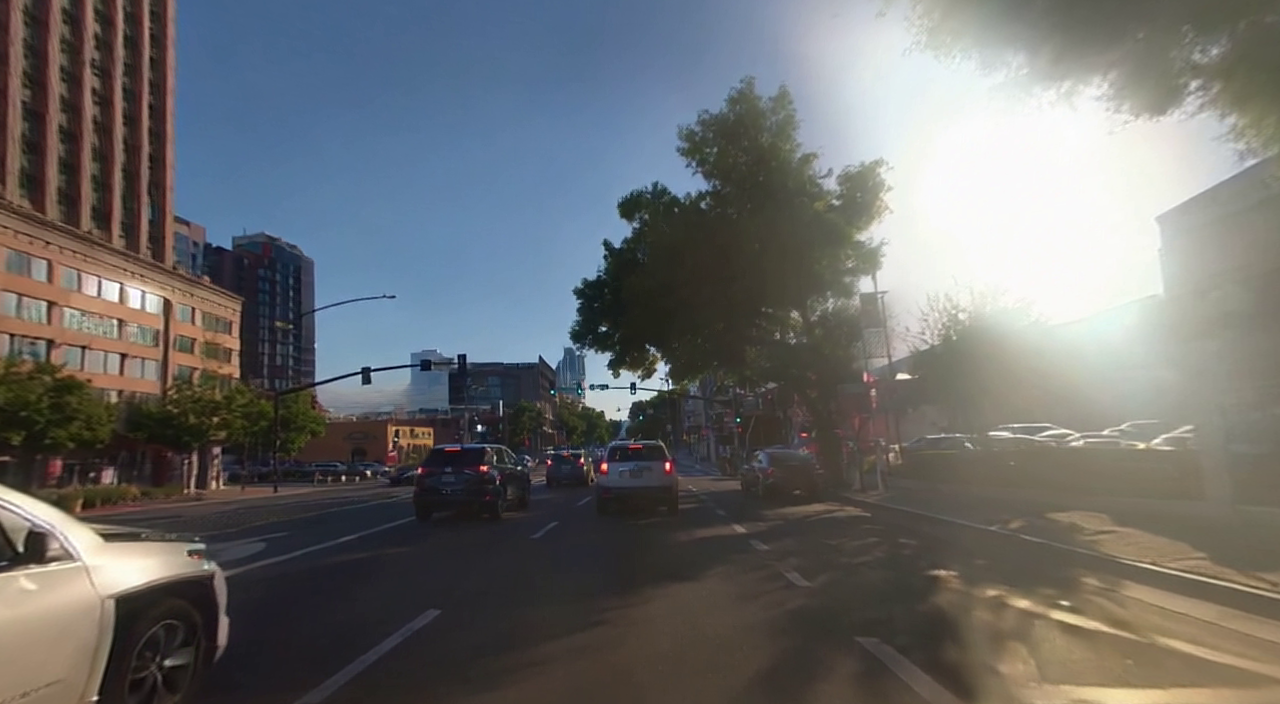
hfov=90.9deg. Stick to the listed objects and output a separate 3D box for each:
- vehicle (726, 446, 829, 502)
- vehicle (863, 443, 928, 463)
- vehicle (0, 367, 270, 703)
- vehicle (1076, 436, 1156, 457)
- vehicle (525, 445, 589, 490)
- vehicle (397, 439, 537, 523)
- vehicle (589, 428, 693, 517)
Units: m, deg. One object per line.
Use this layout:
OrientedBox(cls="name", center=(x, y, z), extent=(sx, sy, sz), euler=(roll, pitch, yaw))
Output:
OrientedBox(cls="vehicle", center=(3.951, 3.551, 18.930), extent=(1.986, 1.457, 4.566), euler=(0, -9, -1))
OrientedBox(cls="vehicle", center=(20.162, 7.994, 49.854), extent=(4.361, 1.478, 1.909), euler=(-2, -9, 6))
OrientedBox(cls="vehicle", center=(-3.329, 0.771, 1.588), extent=(1.975, 1.624, 4.481), euler=(0, -9, 1))
OrientedBox(cls="vehicle", center=(35.159, 6.996, 46.669), extent=(4.169, 1.475, 2.059), euler=(-2, -9, 14))
OrientedBox(cls="vehicle", center=(-3.214, 4.537, 25.216), extent=(1.894, 1.642, 3.861), euler=(0, -8, 2))
OrientedBox(cls="vehicle", center=(-3.708, 2.824, 14.382), extent=(1.886, 1.599, 4.247), euler=(0, -9, 1))
OrientedBox(cls="vehicle", center=(0.033, 2.708, 14.667), extent=(2.075, 1.770, 4.018), euler=(0, -8, 1))
